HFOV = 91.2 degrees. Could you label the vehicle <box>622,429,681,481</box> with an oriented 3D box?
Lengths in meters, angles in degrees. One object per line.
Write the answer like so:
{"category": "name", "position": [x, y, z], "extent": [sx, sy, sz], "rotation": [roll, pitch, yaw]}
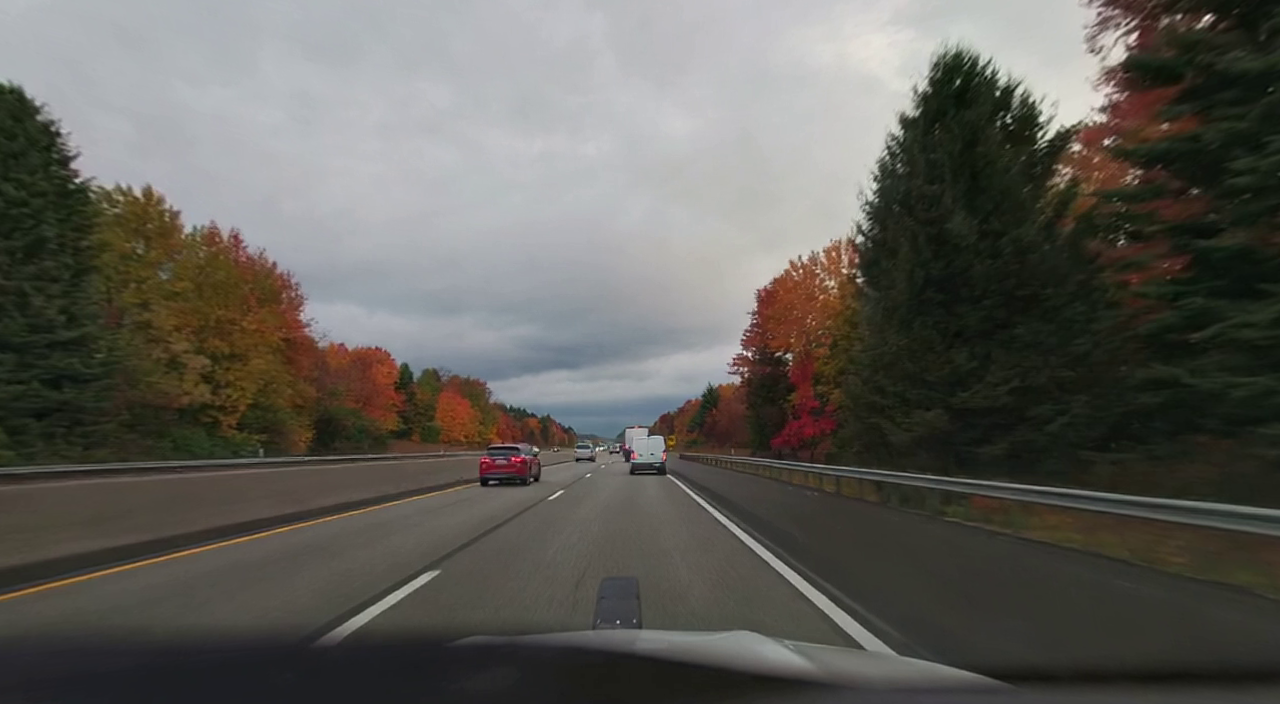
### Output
{"category": "vehicle", "position": [0.396, 4.243, 25.897], "extent": [2.179, 1.930, 4.538], "rotation": [0, -9, -1]}

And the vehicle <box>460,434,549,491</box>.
{"category": "vehicle", "position": [-4.425, 3.678, 21.197], "extent": [2.088, 1.688, 4.365], "rotation": [0, -9, -1]}
